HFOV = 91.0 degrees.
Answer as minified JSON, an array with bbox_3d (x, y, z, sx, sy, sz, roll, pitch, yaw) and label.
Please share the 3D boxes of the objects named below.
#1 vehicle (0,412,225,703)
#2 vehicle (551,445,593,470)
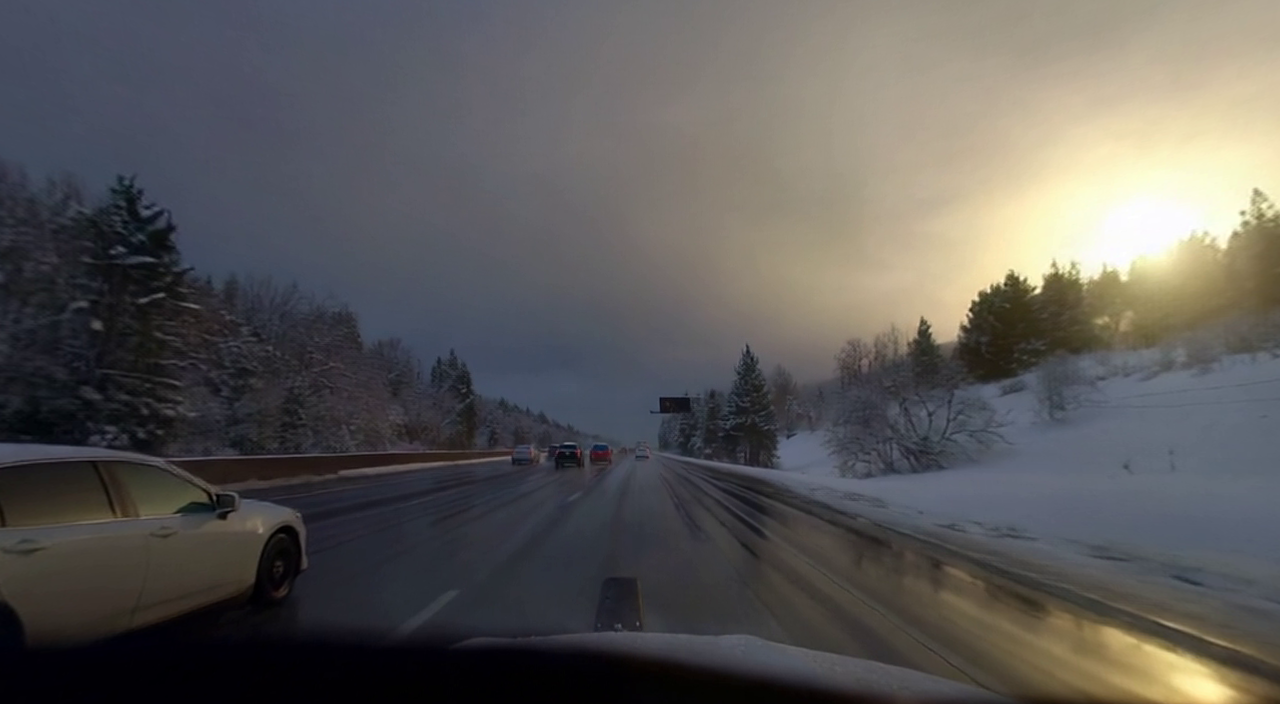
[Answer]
[{"bbox_3d":[-3.837,0.900,2.003,1.965,1.485,4.460,0,-9,0],"label":"vehicle"},{"bbox_3d":[-4.094,6.439,38.604,2.120,1.458,4.031,0,-9,0],"label":"vehicle"}]
